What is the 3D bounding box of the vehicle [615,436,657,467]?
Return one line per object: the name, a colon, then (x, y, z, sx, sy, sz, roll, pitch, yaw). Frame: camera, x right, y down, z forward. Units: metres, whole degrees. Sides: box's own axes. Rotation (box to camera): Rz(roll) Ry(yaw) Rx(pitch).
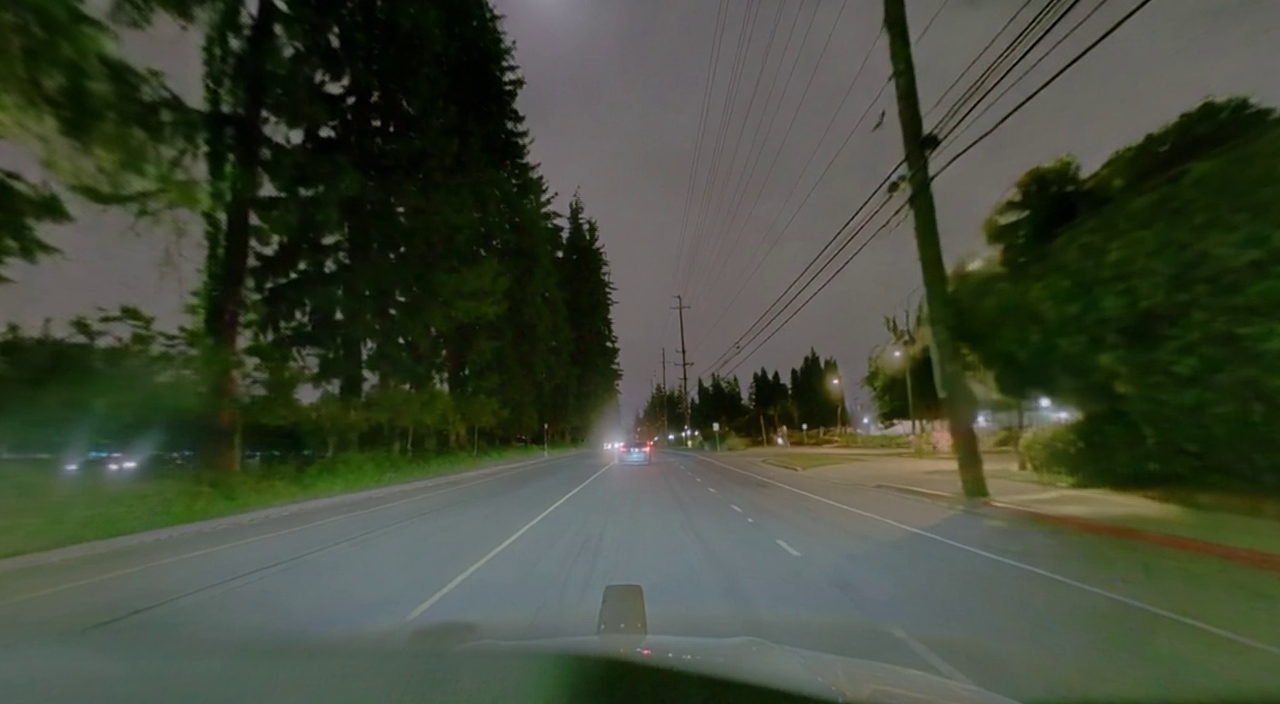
vehicle: (-0.206, 5.025, 31.753, 1.991, 1.463, 3.988, 0, -8, 0)
